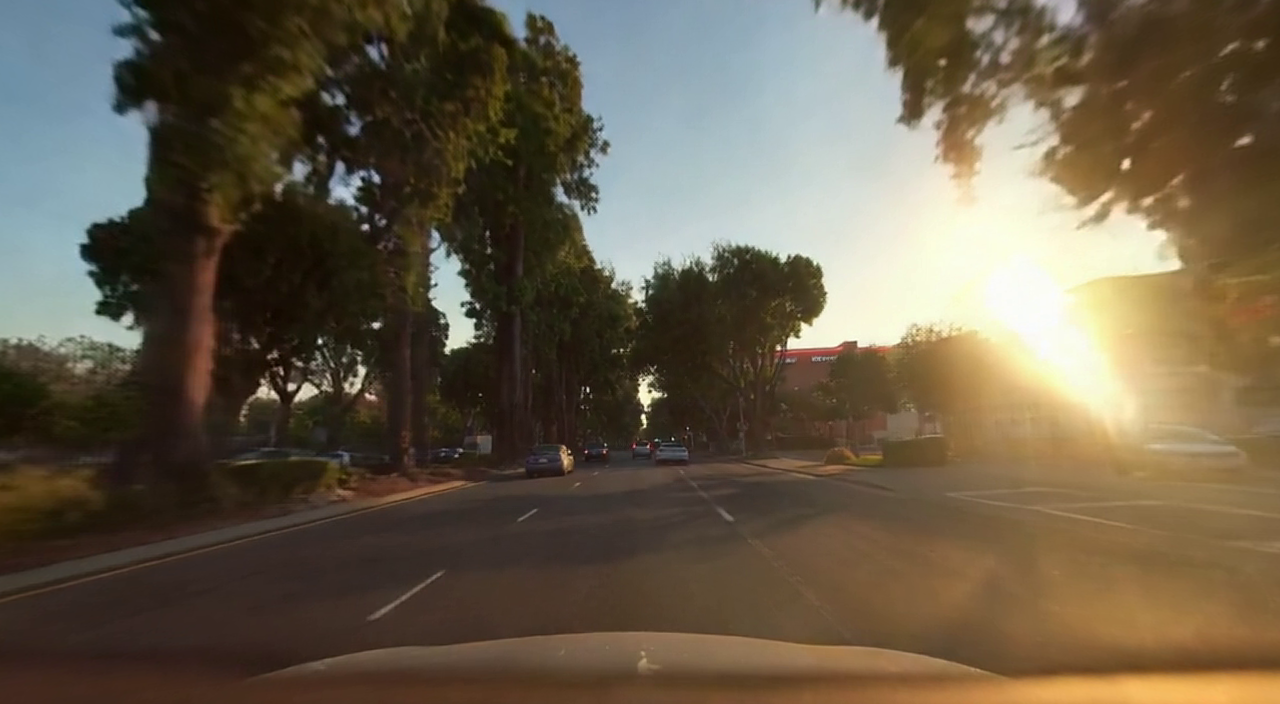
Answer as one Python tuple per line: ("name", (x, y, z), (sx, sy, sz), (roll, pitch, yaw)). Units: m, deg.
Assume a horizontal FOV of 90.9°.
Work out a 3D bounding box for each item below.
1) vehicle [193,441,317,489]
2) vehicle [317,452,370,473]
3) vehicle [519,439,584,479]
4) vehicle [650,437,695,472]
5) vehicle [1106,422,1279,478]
("vehicle", (-15.863, 4.655, 26.368), (2.060, 1.777, 4.860), (0, -8, 1))
("vehicle", (-22.624, 8.427, 48.287), (1.905, 1.483, 4.479), (0, -8, 0))
("vehicle", (-3.544, 4.361, 25.977), (1.908, 1.481, 4.536), (0, -8, 1))
("vehicle", (1.520, 4.986, 30.801), (1.922, 1.579, 3.642), (0, -8, -2))
("vehicle", (15.671, 2.775, 17.942), (1.823, 1.413, 3.884), (0, -8, 0))
